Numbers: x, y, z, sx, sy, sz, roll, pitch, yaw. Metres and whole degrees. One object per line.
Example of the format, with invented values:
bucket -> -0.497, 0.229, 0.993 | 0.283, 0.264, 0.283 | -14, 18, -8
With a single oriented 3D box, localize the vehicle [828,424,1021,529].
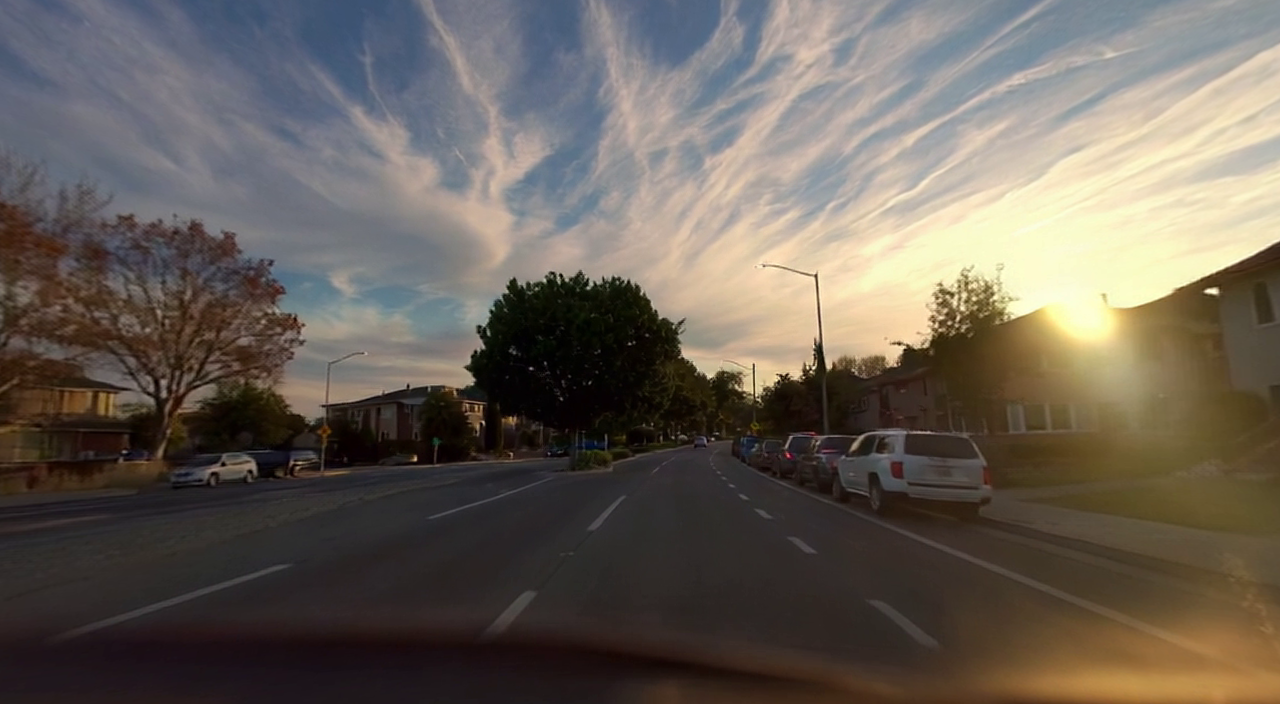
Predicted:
vehicle -> 5.152, 2.289, 12.143 | 2.011, 1.649, 4.001 | -1, -8, 3

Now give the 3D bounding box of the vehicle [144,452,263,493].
vehicle -> -21.651, 5.954, 31.620 | 2.060, 1.814, 5.097 | -1, -8, 4

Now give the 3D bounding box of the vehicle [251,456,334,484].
vehicle -> -20.789, 7.061, 37.968 | 1.909, 1.451, 4.757 | -1, -8, 6

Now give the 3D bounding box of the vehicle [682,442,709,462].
vehicle -> 4.402, 7.801, 49.484 | 2.011, 1.480, 4.170 | -1, -8, 6
